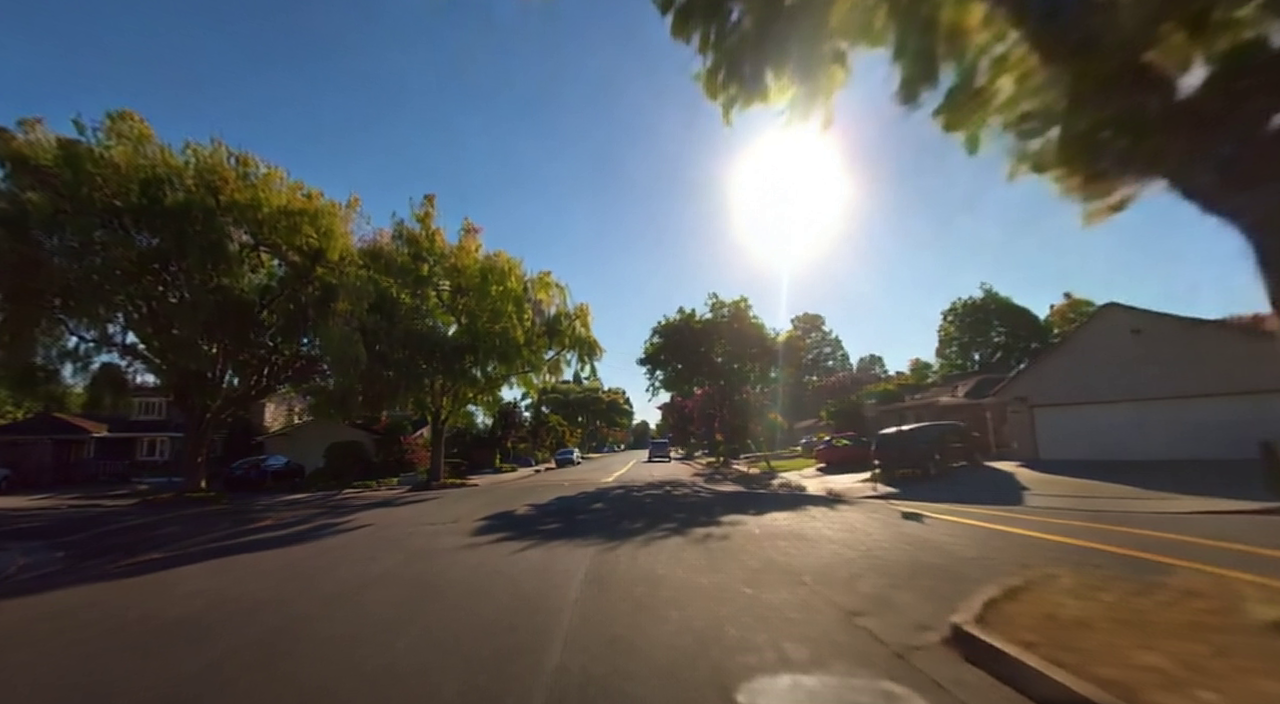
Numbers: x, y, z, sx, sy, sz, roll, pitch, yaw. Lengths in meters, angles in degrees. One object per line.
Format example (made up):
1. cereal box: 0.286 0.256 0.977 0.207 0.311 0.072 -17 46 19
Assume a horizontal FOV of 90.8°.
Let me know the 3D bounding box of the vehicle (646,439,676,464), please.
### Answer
1. vehicle: 1.590 7.358 46.824 2.116 1.711 4.155 0 -9 3

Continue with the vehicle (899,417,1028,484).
1. vehicle: 10.750 3.340 21.592 2.333 1.933 5.662 -2 -9 11

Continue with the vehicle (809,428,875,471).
1. vehicle: 9.412 4.582 29.791 2.130 1.836 4.464 -1 -9 7

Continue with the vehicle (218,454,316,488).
1. vehicle: -18.352 5.862 31.379 1.917 1.499 4.569 0 -9 2

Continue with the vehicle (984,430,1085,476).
1. vehicle: 14.166 3.648 22.963 1.972 1.528 3.891 -2 -9 15
